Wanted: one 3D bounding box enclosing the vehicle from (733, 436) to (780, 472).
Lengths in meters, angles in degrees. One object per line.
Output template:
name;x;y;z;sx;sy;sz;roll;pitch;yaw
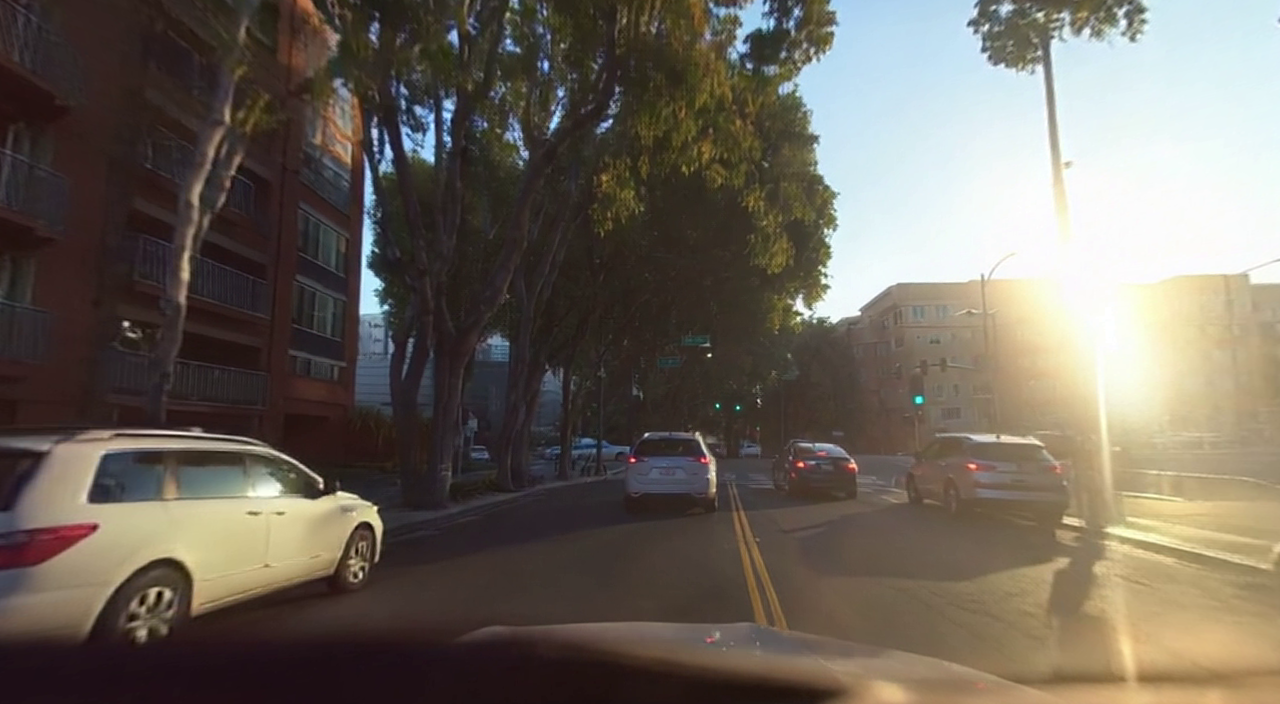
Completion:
vehicle;5.991;5.300;33.024;2.111;1.705;4.093;-1;-9;7

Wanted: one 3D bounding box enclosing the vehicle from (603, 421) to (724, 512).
vehicle;0.789;2.730;15.561;2.333;1.832;5.200;-2;-9;9

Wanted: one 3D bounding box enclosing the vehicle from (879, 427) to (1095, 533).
vehicle;7.057;2.631;13.763;2.093;1.815;5.441;-1;-9;6

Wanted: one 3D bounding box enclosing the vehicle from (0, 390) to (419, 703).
vehicle;-3.978;1.415;5.424;2.013;1.772;4.439;-2;-9;9

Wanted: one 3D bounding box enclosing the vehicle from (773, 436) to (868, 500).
vehicle;5.103;3.310;18.420;2.111;1.619;4.077;-1;-9;9
